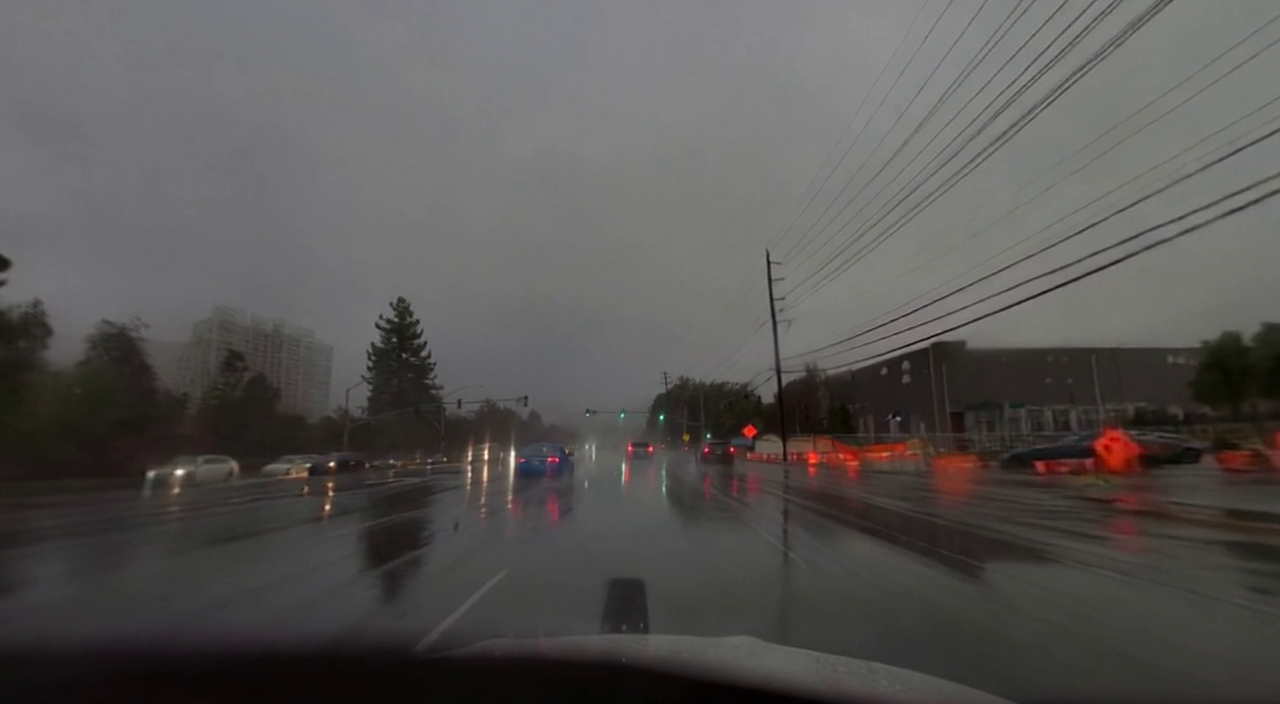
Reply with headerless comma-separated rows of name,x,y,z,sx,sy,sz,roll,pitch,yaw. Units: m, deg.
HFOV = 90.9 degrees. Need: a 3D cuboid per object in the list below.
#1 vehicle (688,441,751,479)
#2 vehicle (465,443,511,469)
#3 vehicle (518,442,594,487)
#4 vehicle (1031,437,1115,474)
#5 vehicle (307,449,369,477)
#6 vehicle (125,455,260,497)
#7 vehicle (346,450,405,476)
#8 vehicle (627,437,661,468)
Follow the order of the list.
vehicle,3.320,4.630,27.246,2.142,1.475,4.565,0,-9,0
vehicle,-9.536,6.518,39.781,1.774,1.535,3.828,0,-9,3
vehicle,-2.978,4.119,23.532,2.087,1.480,4.825,0,-9,1
vehicle,19.273,4.552,27.961,4.677,1.466,1.928,8,-11,-42
vehicle,-20.953,7.684,43.940,1.977,1.760,4.569,0,-9,1
vehicle,-17.566,4.861,25.100,1.924,1.446,4.625,0,-9,1
vehicle,-17.315,7.266,41.512,1.813,1.513,4.457,0,-9,2
vehicle,0.251,6.300,39.672,2.060,1.845,4.151,0,-8,1
